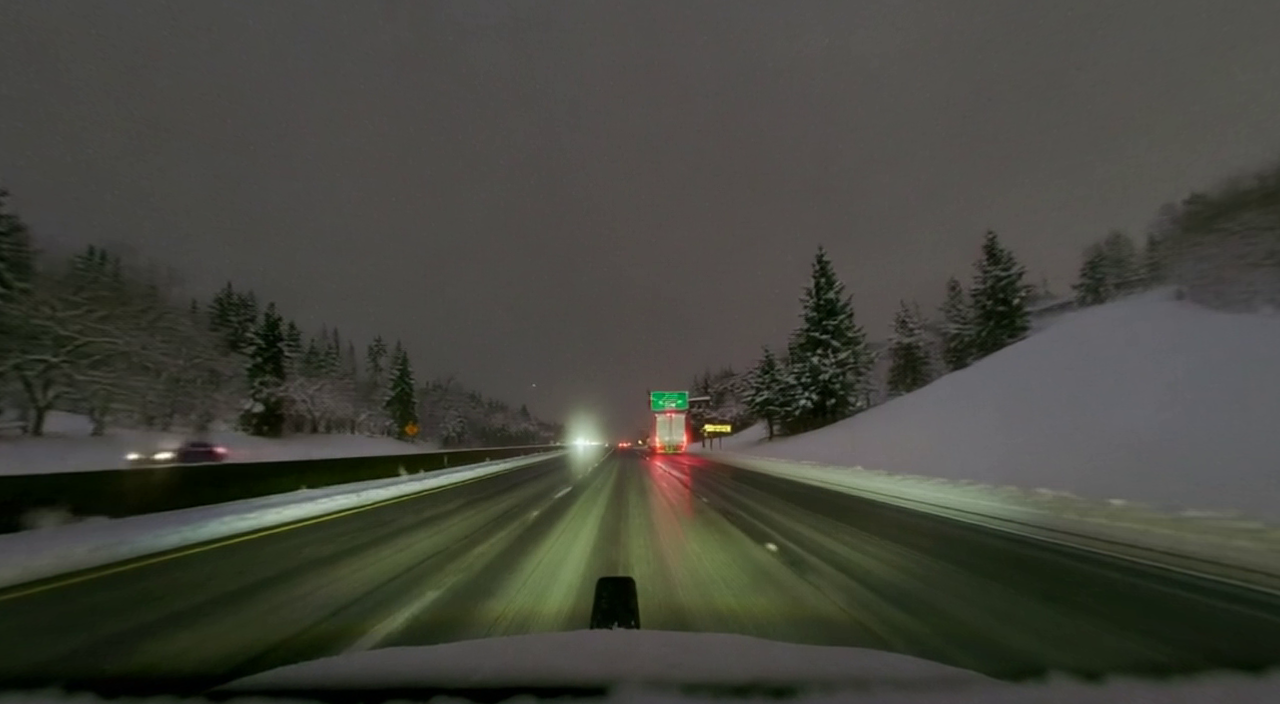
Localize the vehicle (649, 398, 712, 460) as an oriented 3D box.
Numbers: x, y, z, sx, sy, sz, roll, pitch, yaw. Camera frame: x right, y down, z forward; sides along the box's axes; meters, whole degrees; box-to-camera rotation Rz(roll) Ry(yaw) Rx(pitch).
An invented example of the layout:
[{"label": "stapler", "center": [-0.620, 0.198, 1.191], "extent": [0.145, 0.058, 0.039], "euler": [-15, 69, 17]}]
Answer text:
[{"label": "vehicle", "center": [2.823, 5.984, 47.953], "extent": [3.828, 4.143, 10.369], "euler": [0, -8, -2]}]

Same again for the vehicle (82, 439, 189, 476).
[{"label": "vehicle", "center": [-21.753, 4.545, 27.333], "extent": [1.687, 1.460, 3.630], "euler": [0, -8, -1]}]
